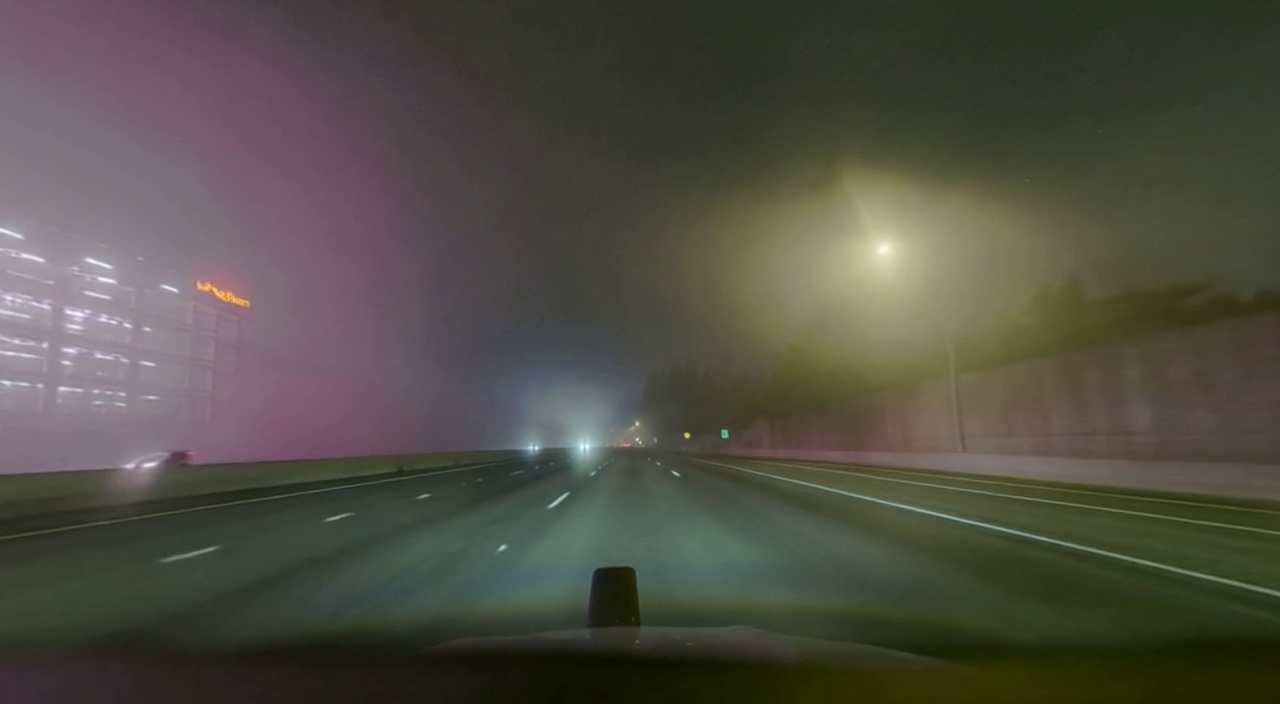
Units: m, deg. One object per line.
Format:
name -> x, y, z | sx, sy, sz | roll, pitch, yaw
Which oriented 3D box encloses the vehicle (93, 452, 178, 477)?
vehicle -> -31.205, 6.931, 39.243 | 1.801, 1.411, 4.254 | 0, -9, -1
